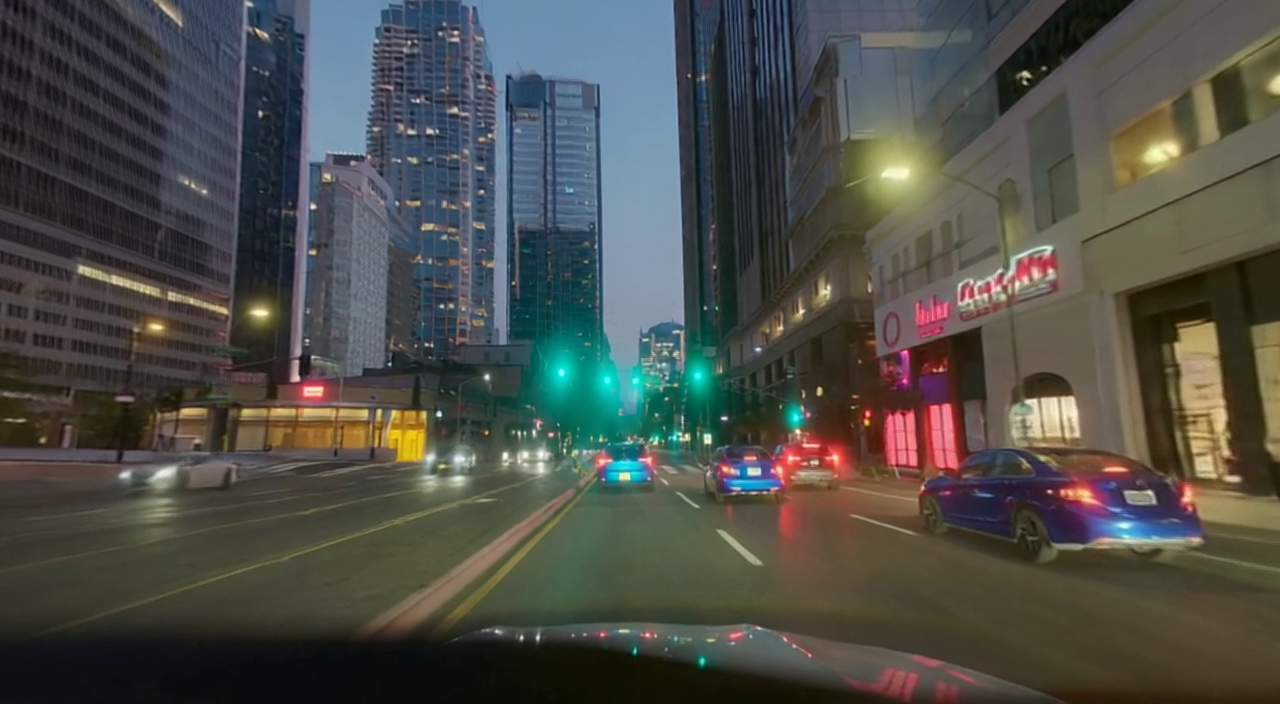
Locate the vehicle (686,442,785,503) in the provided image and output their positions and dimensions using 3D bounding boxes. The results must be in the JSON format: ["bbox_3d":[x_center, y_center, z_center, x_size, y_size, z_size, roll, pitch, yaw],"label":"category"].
[{"bbox_3d":[2.526,3.313,17.873,1.987,1.484,4.427,0,-9,-2],"label":"vehicle"}]

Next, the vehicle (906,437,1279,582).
[{"bbox_3d":[5.798,1.988,8.949,1.914,1.484,4.639,0,-9,-2],"label":"vehicle"}]

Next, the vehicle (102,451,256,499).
[{"bbox_3d":[-15.958,4.243,22.266,2.017,1.460,4.556,0,-9,-1],"label":"vehicle"}]

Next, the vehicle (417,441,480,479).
[{"bbox_3d":[-9.680,5.462,32.269,1.827,1.787,4.474,0,-9,-1],"label":"vehicle"}]

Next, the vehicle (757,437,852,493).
[{"bbox_3d":[5.679,3.953,22.428,2.015,1.745,4.444,0,-9,-2],"label":"vehicle"}]

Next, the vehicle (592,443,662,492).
[{"bbox_3d":[-0.441,3.806,21.163,2.096,1.457,4.160,0,-9,-2],"label":"vehicle"}]
